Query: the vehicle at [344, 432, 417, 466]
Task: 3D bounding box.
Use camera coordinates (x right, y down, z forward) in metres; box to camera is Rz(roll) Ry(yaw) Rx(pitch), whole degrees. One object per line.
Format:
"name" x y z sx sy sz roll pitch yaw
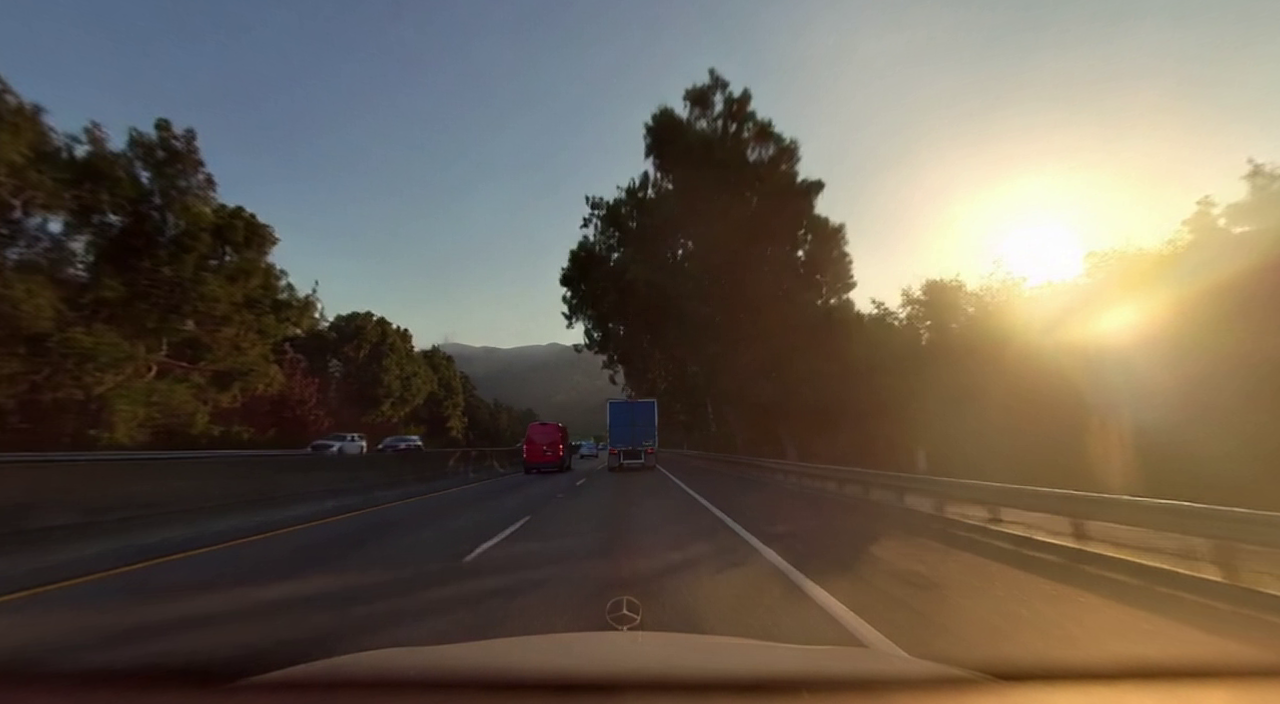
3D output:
"vehicle" -13.482 5.094 33.105 2.028 1.658 4.256 0 -9 -1

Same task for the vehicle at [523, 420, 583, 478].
"vehicle" -4.482 5.146 33.516 2.357 2.786 6.144 0 -9 -1

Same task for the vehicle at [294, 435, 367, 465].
"vehicle" -17.551 5.606 36.057 1.939 1.570 4.478 0 -9 0

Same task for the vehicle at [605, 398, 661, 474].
"vehicle" -0.388 5.288 38.995 2.995 4.036 10.311 0 -9 0
